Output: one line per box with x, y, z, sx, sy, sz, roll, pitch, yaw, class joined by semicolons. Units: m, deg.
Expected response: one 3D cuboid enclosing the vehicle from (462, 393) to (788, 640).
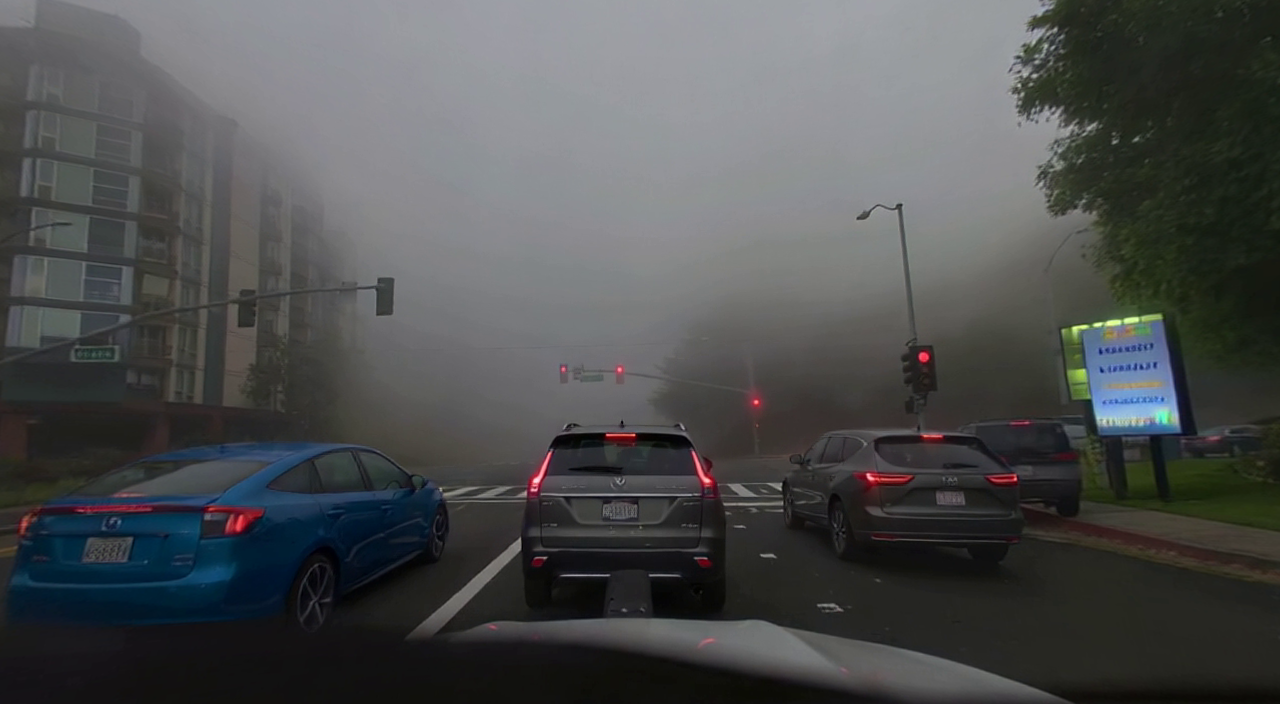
-0.122;1.425;6.474;2.195;1.662;4.262;0;-8;-1;vehicle

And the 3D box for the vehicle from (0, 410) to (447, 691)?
-3.543;1.426;5.821;1.906;1.524;4.547;0;-8;2;vehicle

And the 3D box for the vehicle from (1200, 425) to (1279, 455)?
31.784;4.531;32.332;4.585;1.446;1.976;1;-9;-9;vehicle

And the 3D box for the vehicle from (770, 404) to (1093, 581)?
3.215;1.658;8.251;2.004;1.646;4.554;0;-8;0;vehicle
